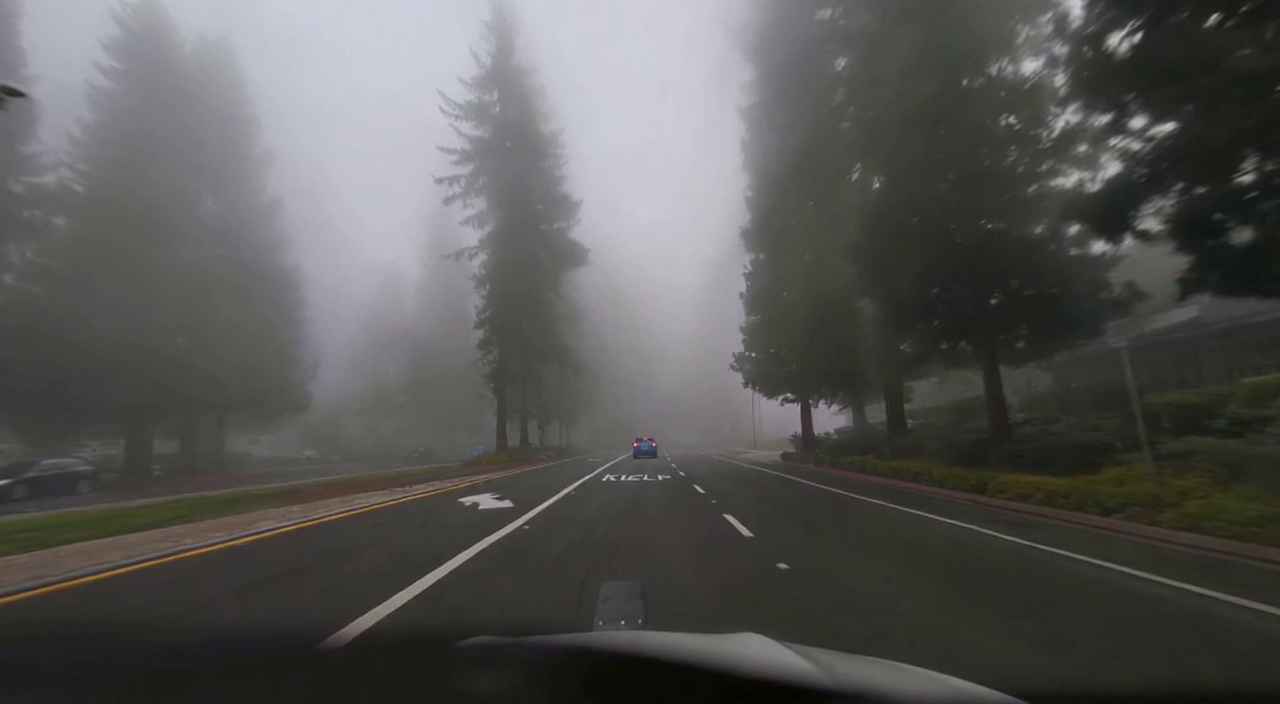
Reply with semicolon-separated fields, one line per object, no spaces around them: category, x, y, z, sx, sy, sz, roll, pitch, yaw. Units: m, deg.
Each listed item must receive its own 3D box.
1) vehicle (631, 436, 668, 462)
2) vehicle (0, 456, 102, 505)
vehicle;0.620;5.907;38.461;2.144;1.505;4.128;0;-8;1
vehicle;-20.970;4.251;20.943;1.872;1.459;4.628;0;-8;0
